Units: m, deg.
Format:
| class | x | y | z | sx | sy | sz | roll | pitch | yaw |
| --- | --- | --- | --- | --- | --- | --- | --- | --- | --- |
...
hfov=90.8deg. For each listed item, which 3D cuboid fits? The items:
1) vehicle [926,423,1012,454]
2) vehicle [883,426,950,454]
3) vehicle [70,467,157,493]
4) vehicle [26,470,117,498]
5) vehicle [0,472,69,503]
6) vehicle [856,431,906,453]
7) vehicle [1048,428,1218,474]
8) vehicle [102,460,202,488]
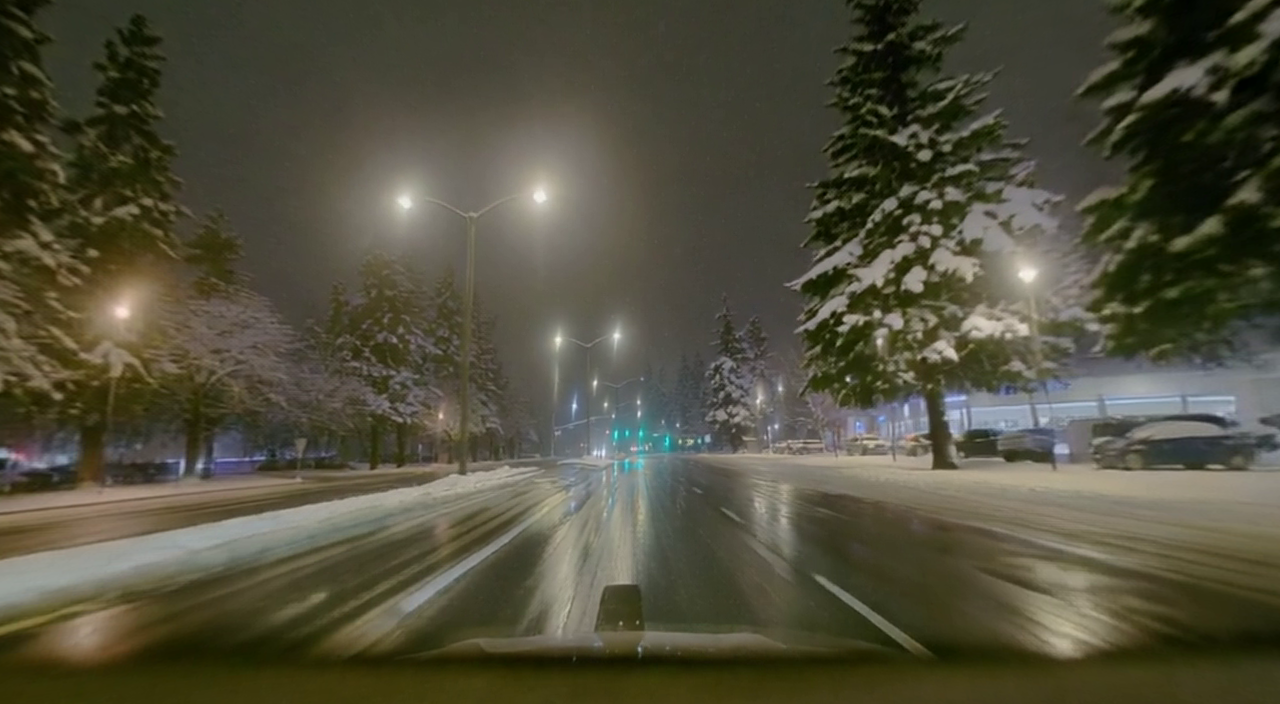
| class | x | y | z | sx | sy | sz | roll | pitch | yaw |
| --- | --- | --- | --- | --- | --- | --- | --- | --- | --- |
| vehicle | 18.203 | 4.842 | 35.240 | 1.890 | 1.612 | 4.797 | 0 | -8 | -4 |
| vehicle | 17.715 | 5.724 | 40.707 | 1.912 | 1.646 | 4.870 | -1 | -9 | -2 |
| vehicle | -30.076 | 7.319 | 36.139 | 3.458 | 1.381 | 1.730 | -1 | -8 | 3 |
| vehicle | -30.234 | 7.023 | 33.665 | 3.332 | 1.364 | 1.702 | -1 | -8 | 6 |
| vehicle | -30.497 | 6.677 | 31.068 | 3.274 | 1.345 | 1.688 | -3 | -9 | 3 |
| vehicle | 17.522 | 6.618 | 46.181 | 1.841 | 1.471 | 4.367 | -2 | -9 | 0 |
| vehicle | 17.247 | 3.510 | 22.487 | 1.974 | 1.446 | 4.614 | 1 | -8 | -7 |
| vehicle | -30.150 | 7.521 | 39.083 | 4.676 | 1.607 | 1.852 | -1 | -8 | 3 |
